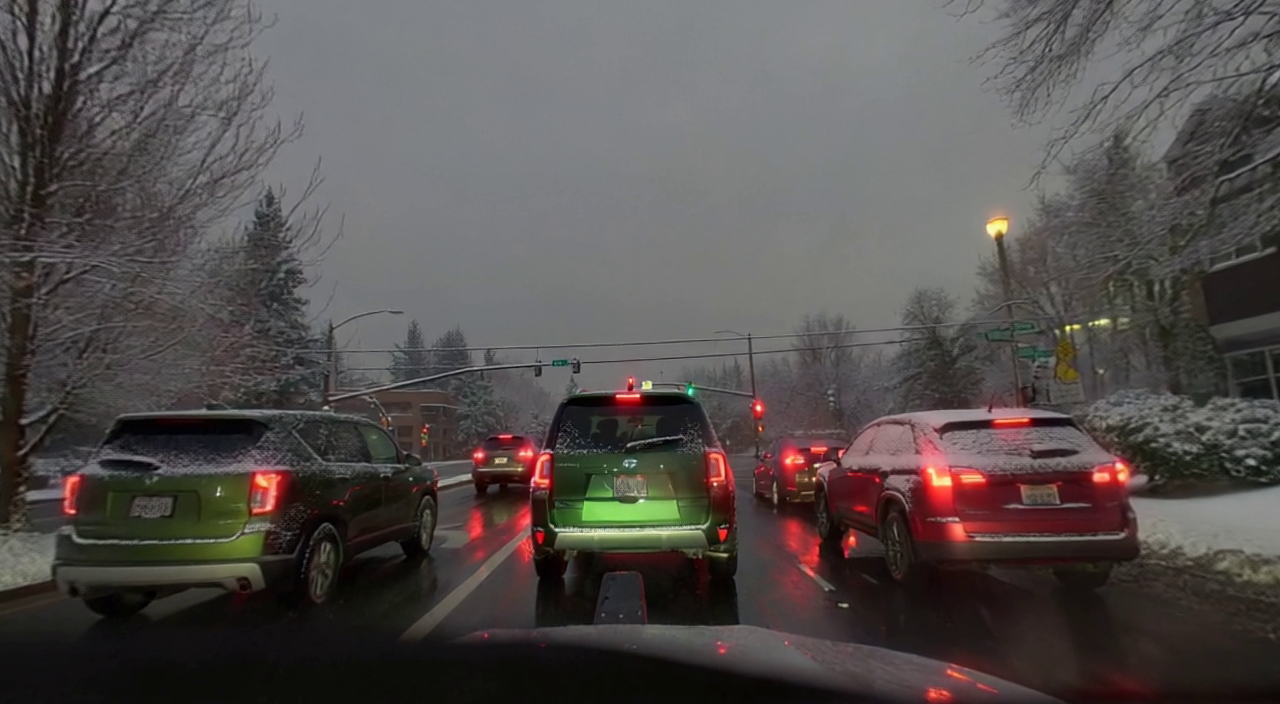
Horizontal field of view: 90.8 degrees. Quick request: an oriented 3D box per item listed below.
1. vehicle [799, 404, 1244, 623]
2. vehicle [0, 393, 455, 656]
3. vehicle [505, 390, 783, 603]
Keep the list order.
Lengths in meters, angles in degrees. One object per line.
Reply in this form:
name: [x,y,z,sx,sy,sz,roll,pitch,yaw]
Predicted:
vehicle: [3.462,1.552,7.040,2.202,1.657,4.298,0,-9,-1]
vehicle: [-3.374,1.382,6.057,1.961,1.639,4.064,0,-9,0]
vehicle: [0.016,1.484,7.247,2.294,1.761,3.857,0,-9,-1]
